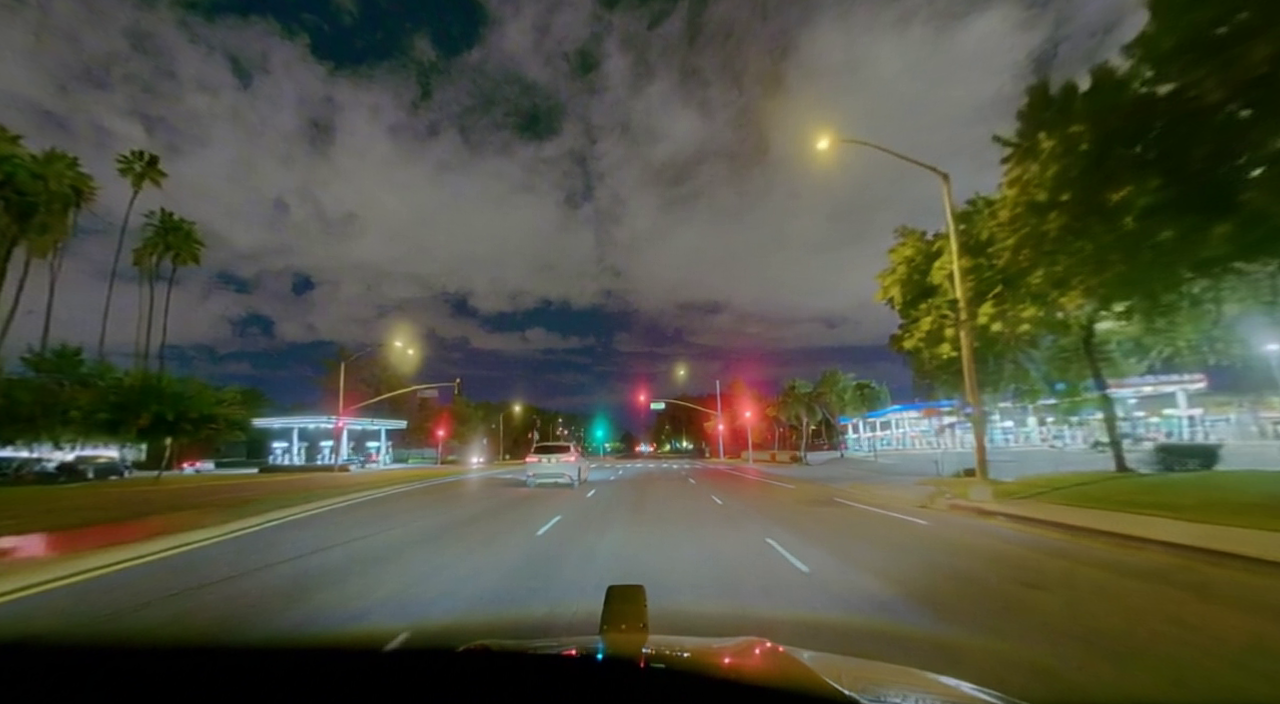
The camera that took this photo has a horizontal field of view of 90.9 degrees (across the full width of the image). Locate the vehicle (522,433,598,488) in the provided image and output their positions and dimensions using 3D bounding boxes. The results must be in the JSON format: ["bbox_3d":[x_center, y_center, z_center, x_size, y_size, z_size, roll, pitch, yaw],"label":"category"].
[{"bbox_3d":[-2.737,3.862,22.739,2.011,1.756,4.478,0,-9,2],"label":"vehicle"}]

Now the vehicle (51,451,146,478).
[{"bbox_3d":[-36.257,7.517,42.268,4.553,1.492,1.967,-2,-8,-1],"label":"vehicle"}]
